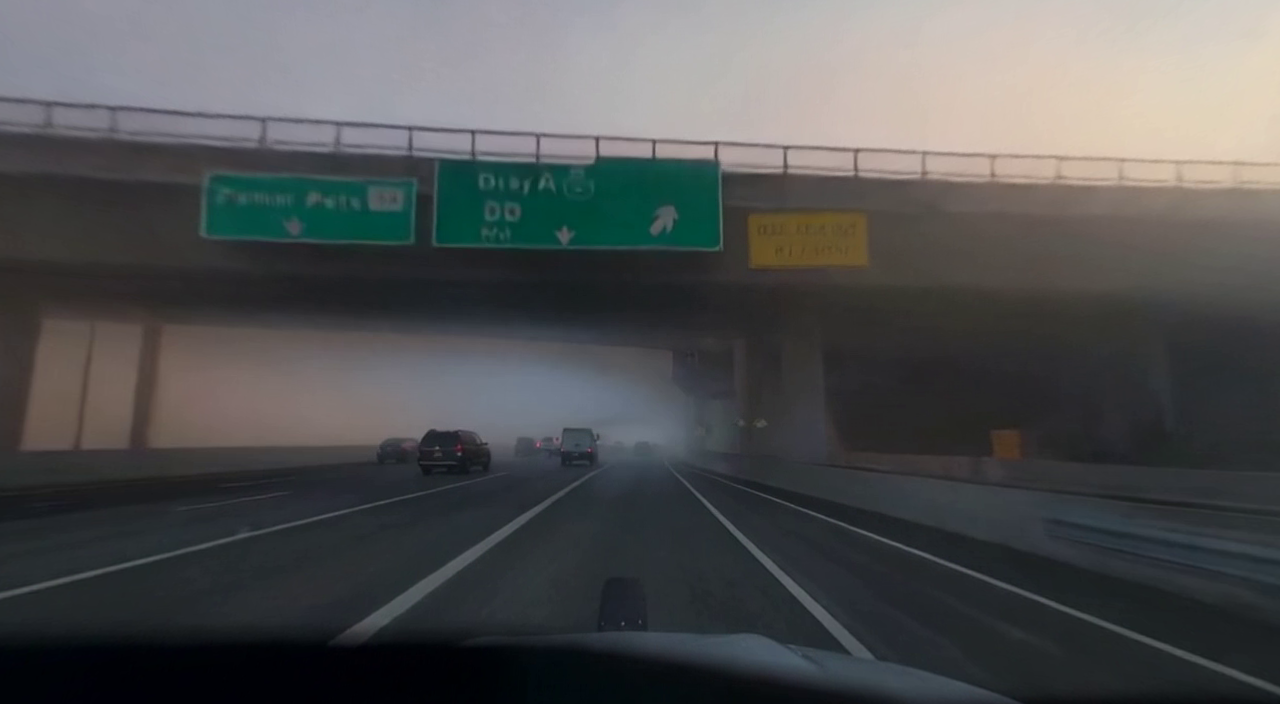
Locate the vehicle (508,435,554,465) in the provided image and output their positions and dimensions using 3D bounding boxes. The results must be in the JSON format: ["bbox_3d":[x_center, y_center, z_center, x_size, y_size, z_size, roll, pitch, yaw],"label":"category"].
[{"bbox_3d":[-6.925,6.266,40.403,2.109,1.784,4.709,0,-8,1],"label":"vehicle"}]

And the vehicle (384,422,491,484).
[{"bbox_3d":[-7.040,3.575,22.470,2.179,1.948,4.618,0,-8,1],"label":"vehicle"}]

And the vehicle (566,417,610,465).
[{"bbox_3d":[-3.254,5.778,40.710,2.301,2.843,6.458,0,-8,0],"label":"vehicle"}]
